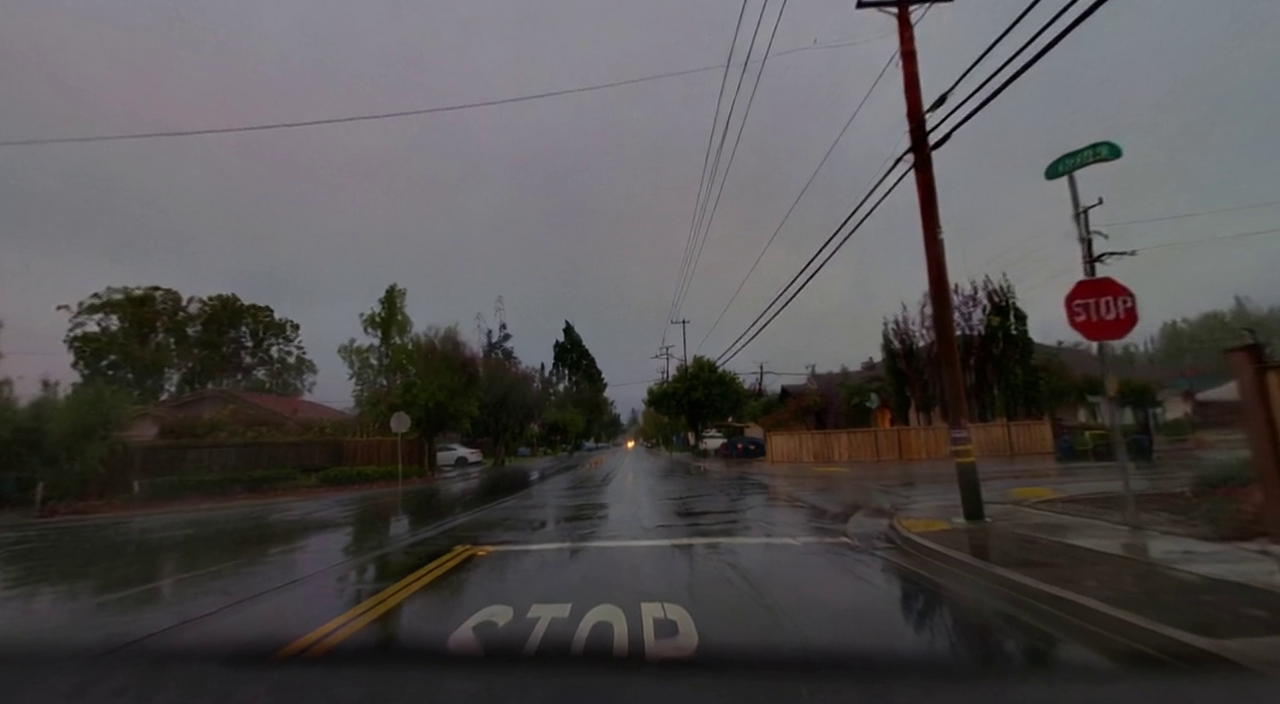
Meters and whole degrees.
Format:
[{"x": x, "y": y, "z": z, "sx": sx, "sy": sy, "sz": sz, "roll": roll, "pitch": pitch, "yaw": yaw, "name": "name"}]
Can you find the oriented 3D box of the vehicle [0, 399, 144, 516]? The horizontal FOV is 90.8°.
[{"x": -19.937, "y": 3.570, "z": 21.053, "sx": 2.842, "sy": 3.181, "sz": 8.576, "roll": 6, "pitch": -12, "yaw": -22, "name": "vehicle"}]
